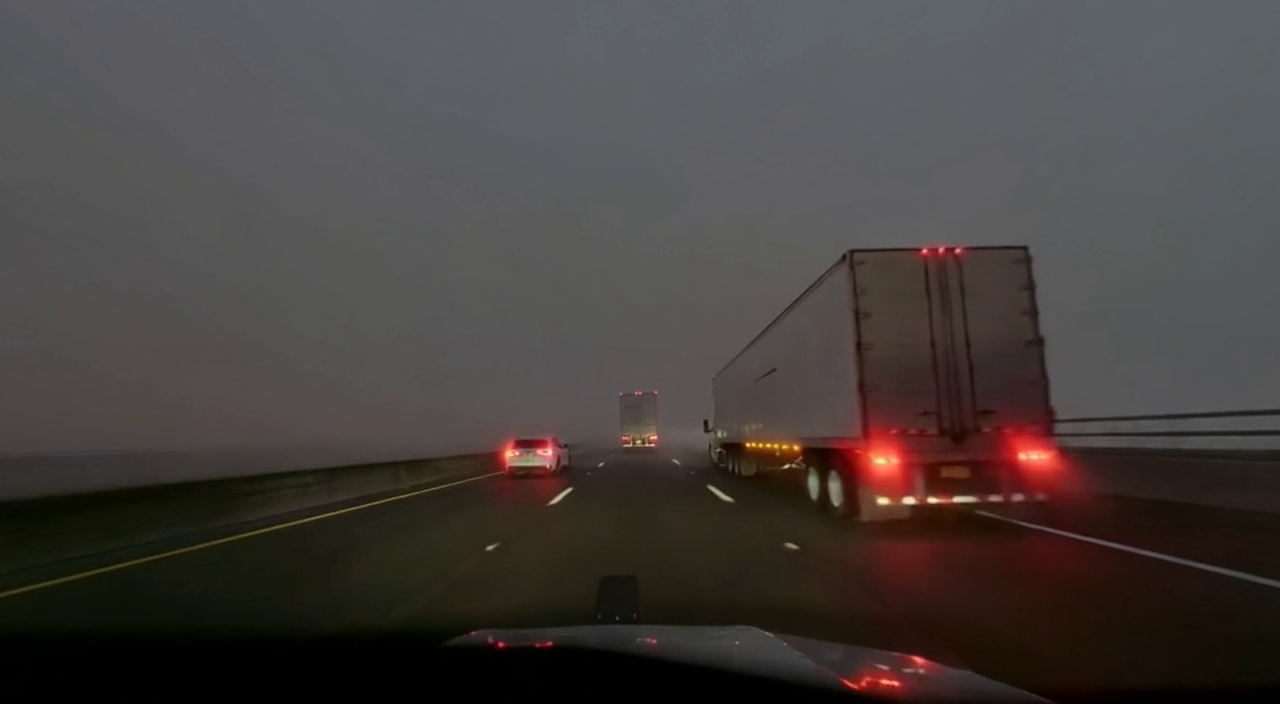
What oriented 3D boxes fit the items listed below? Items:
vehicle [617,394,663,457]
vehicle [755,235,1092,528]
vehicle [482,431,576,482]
[{"bbox_3d":[0.125,5.681,47.564,2.966,4.072,13.408,0,-8,1],"label":"vehicle"},{"bbox_3d":[4.531,0.903,12.681,2.873,3.998,8.286,0,-8,0],"label":"vehicle"},{"bbox_3d":[-3.659,3.555,21.855,2.208,1.542,5.138,0,-8,1],"label":"vehicle"}]
